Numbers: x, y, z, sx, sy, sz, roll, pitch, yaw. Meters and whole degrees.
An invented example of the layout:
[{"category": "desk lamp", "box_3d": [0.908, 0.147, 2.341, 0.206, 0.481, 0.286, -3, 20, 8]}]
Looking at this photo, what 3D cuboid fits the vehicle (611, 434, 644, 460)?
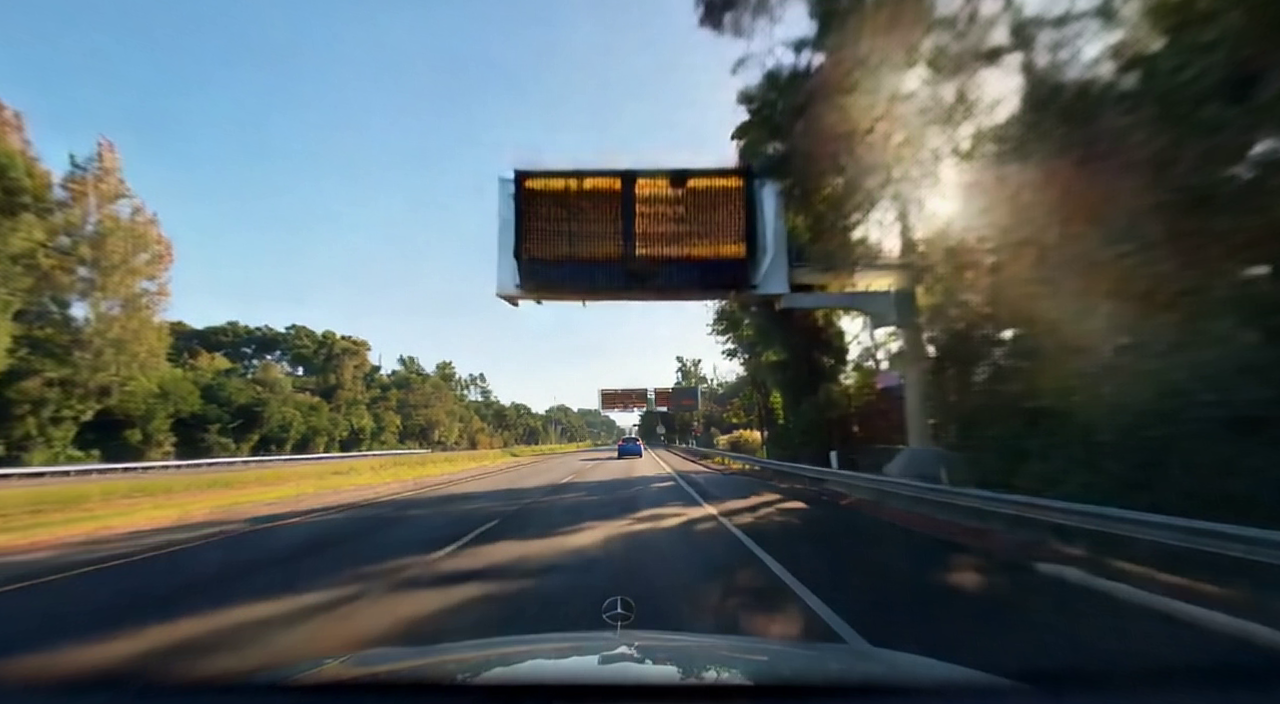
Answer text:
[{"category": "vehicle", "box_3d": [-0.858, 6.641, 44.250, 2.180, 1.717, 4.139, 0, -8, -1]}]
